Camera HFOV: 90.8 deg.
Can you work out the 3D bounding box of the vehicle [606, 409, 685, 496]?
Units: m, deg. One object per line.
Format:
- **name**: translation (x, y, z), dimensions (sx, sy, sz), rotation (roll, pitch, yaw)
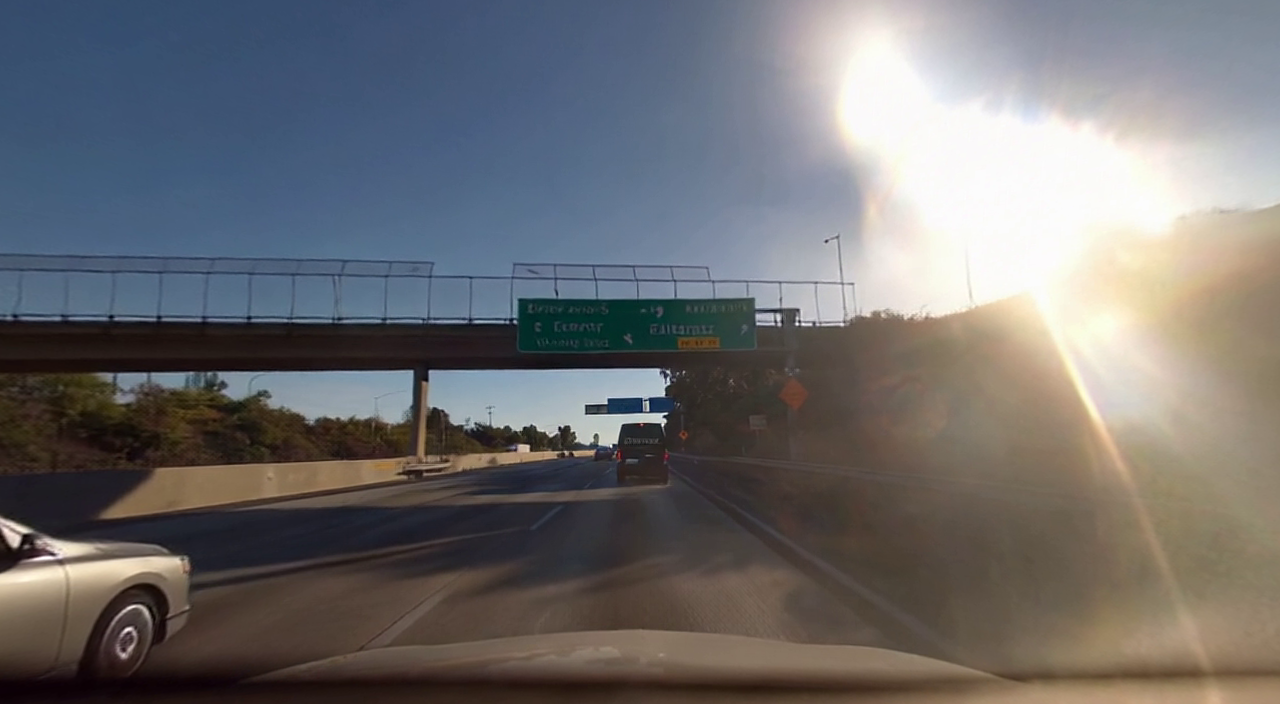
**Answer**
- **vehicle**: translation (0.068, 3.399, 21.484), dimensions (2.332, 2.558, 5.314), rotation (0, -9, -2)
